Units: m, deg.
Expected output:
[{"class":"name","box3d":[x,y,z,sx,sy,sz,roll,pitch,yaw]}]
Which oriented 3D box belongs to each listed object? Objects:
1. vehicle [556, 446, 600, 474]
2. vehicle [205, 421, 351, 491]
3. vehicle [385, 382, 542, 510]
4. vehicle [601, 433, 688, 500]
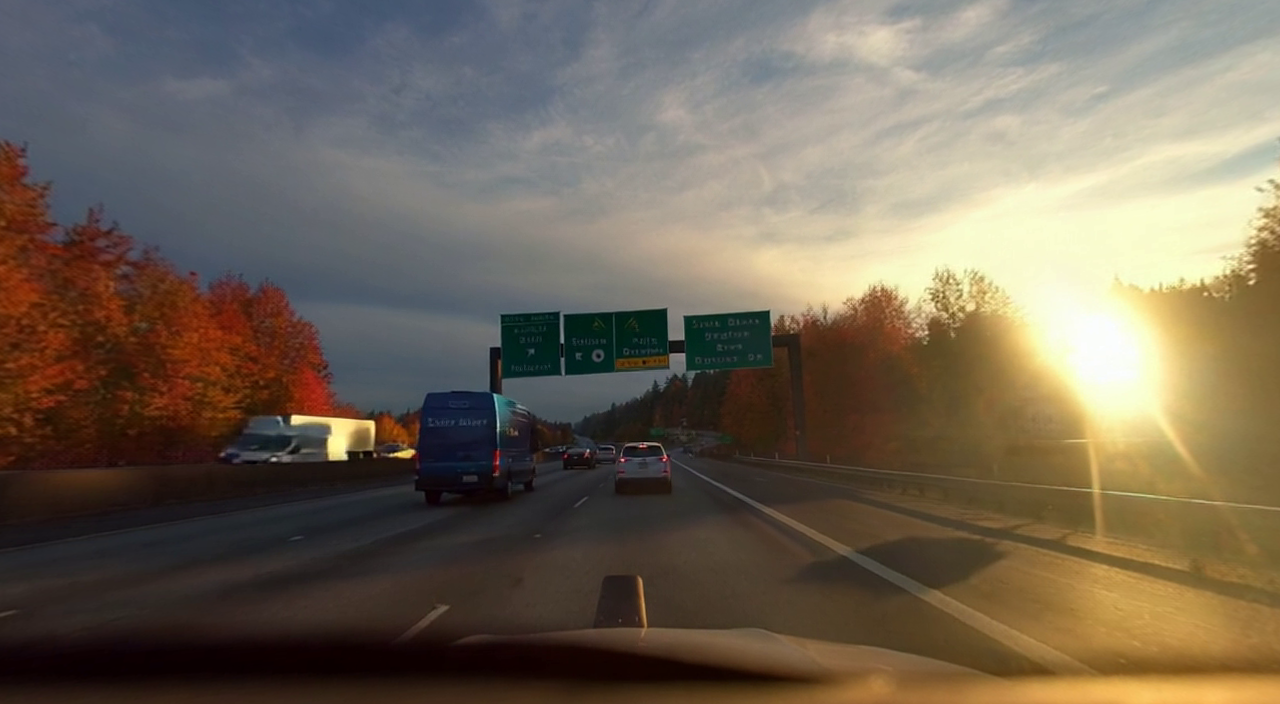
[{"class":"vehicle","box3d":[-3.483,6.118,35.796,2.015,1.496,4.312,0,-9,1]},{"class":"vehicle","box3d":[-14.018,4.094,24.842,2.221,2.411,5.749,0,-9,1]},{"class":"vehicle","box3d":[-4.176,2.431,16.213,2.275,2.692,5.810,0,-9,1]},{"class":"vehicle","box3d":[0.151,3.221,17.954,2.195,1.679,4.070,0,-9,1]}]
